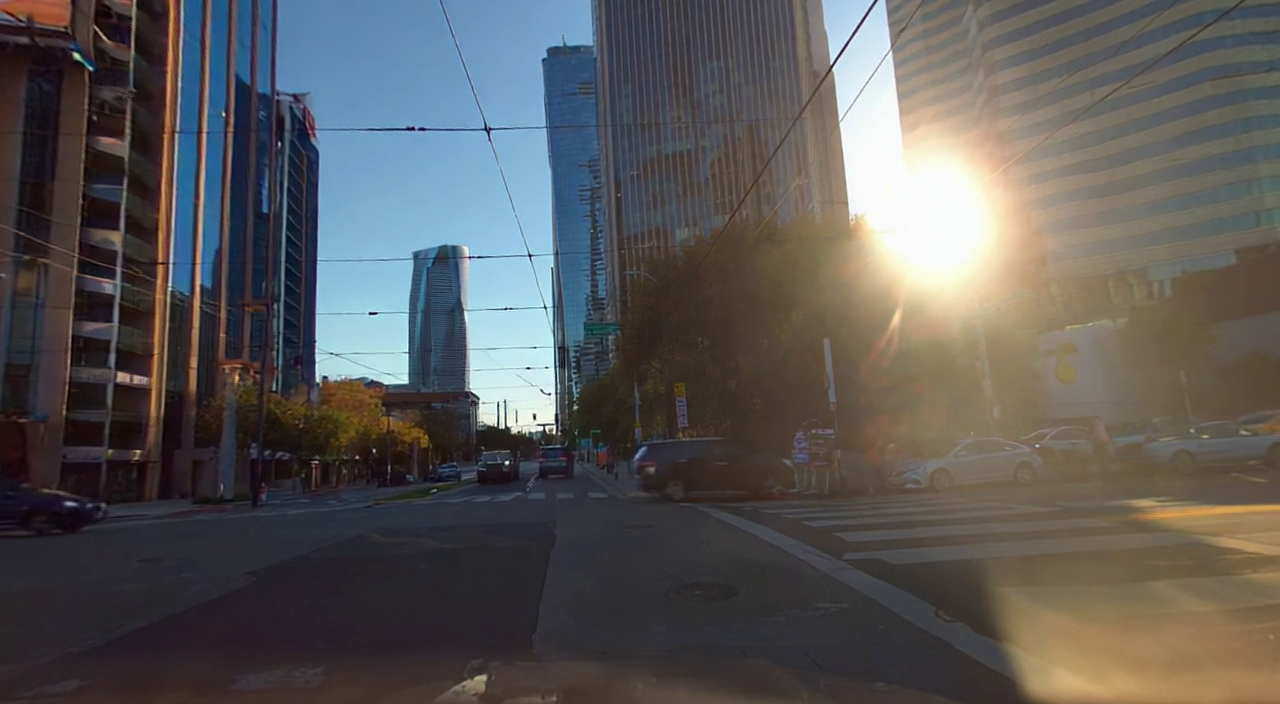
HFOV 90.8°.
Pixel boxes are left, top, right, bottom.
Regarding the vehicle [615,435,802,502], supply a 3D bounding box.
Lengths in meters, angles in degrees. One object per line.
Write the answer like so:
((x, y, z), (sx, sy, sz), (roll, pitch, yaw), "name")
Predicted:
((1.675, 3.030, 16.698), (4.637, 1.624, 1.927), (0, -8, -3), "vehicle")

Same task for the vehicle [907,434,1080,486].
((11.396, 3.491, 20.554), (4.697, 1.510, 1.596), (0, -9, -4), "vehicle")

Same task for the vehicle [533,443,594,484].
((-3.722, 5.543, 31.806), (2.137, 1.910, 5.120), (-1, -9, 3), "vehicle")

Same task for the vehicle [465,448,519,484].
((-8.410, 6.503, 36.277), (2.121, 1.792, 4.510), (-3, -8, -2), "vehicle")

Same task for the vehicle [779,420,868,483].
((7.576, 4.102, 26.630), (2.316, 2.425, 4.466), (1, -7, -2), "vehicle")

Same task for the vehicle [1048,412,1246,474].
((16.761, 3.041, 21.070), (4.944, 1.946, 1.952), (0, -8, -3), "vehicle")

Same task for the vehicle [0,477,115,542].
((-16.811, 4.049, 16.293), (4.549, 1.490, 1.797), (2, -9, -15), "vehicle")
